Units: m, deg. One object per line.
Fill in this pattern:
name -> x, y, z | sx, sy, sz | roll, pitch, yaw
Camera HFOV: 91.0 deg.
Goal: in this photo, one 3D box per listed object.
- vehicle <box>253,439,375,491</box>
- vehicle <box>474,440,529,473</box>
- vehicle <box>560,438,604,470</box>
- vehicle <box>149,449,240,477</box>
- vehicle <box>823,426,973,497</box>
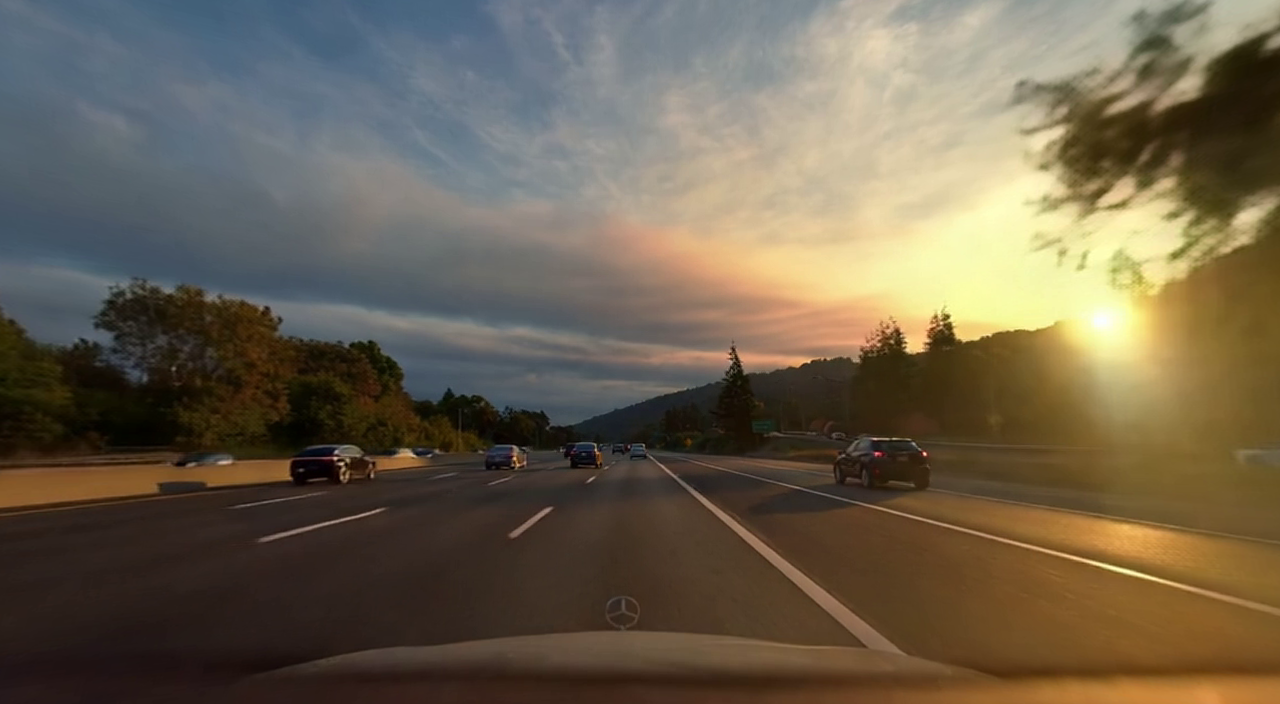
vehicle -> -11.280, 3.940, 22.210 | 1.958, 1.633, 4.302 | 0, -9, 0
vehicle -> -7.779, 5.923, 35.832 | 2.087, 1.755, 4.457 | 0, -9, 0
vehicle -> -3.739, 6.692, 41.484 | 2.288, 1.962, 5.119 | 0, -9, 1
vehicle -> -33.085, 8.222, 47.059 | 2.317, 1.870, 6.230 | 0, -9, 0
vehicle -> 7.369, 3.197, 18.708 | 2.259, 1.816, 4.862 | 0, -9, -2
